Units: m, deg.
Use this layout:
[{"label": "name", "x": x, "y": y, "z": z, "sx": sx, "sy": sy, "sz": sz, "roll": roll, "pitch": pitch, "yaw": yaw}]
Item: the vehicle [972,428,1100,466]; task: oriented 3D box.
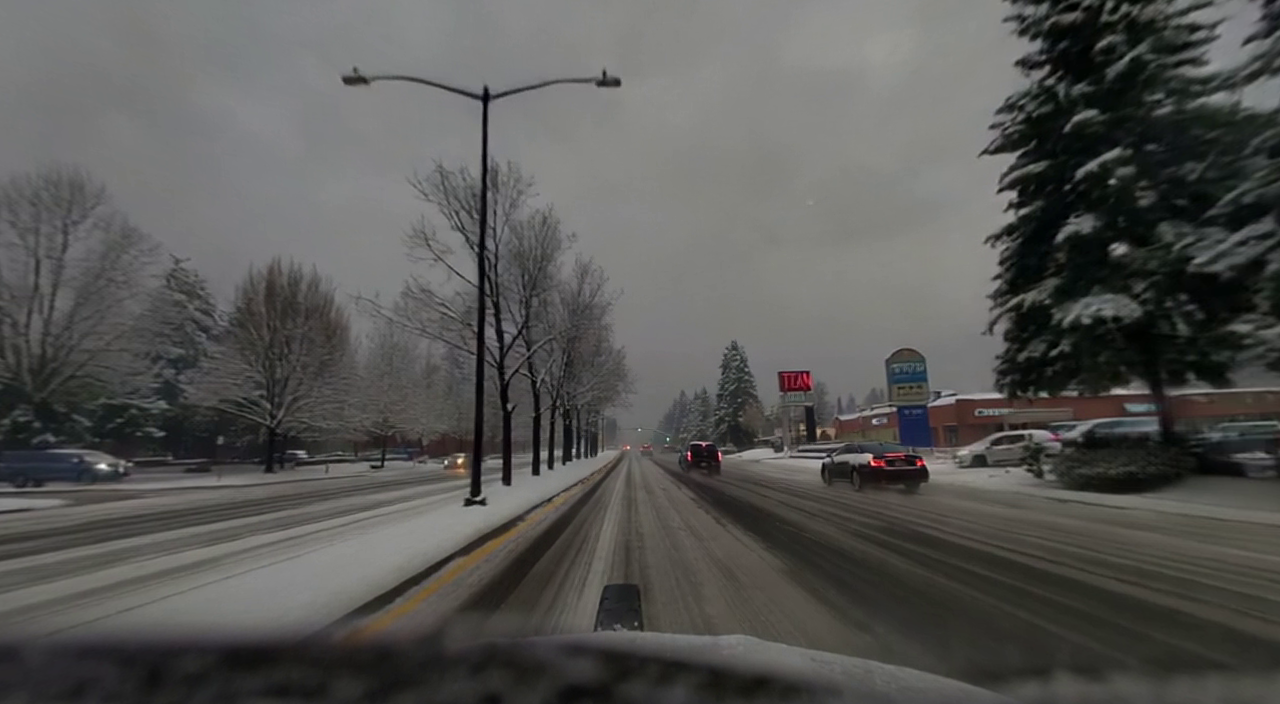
[{"label": "vehicle", "x": 22.823, "y": 5.536, "z": 36.818, "sx": 2.858, "sy": 2.005, "sz": 6.831, "roll": 0, "pitch": -8, "yaw": -2}]

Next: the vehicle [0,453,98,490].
[{"label": "vehicle", "x": -33.691, "y": 6.612, "z": 35.213, "sx": 1.999, "sy": 1.834, "sz": 4.697, "roll": -1, "pitch": -9, "yaw": 9}]

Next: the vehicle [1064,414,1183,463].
[{"label": "vehicle", "x": 28.185, "y": 5.135, "z": 37.067, "sx": 2.438, "sy": 2.602, "sz": 5.677, "roll": 0, "pitch": -9, "yaw": 0}]

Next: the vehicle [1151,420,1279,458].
[{"label": "vehicle", "x": 33.390, "y": 5.137, "z": 36.751, "sx": 2.307, "sy": 2.019, "sz": 5.604, "roll": 0, "pitch": -9, "yaw": -1}]

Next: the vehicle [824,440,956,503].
[{"label": "vehicle", "x": 6.788, "y": 3.268, "z": 17.653, "sx": 1.886, "sy": 1.528, "sz": 4.169, "roll": 0, "pitch": -9, "yaw": -1}]

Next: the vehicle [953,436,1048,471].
[{"label": "vehicle", "x": 18.687, "y": 5.272, "z": 32.759, "sx": 3.719, "sy": 1.537, "sz": 1.807, "roll": -3, "pitch": -9, "yaw": -1}]

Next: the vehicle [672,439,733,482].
[{"label": "vehicle", "x": 2.618, "y": 4.696, "z": 27.455, "sx": 2.161, "sy": 1.676, "sz": 4.151, "roll": 0, "pitch": -9, "yaw": -1}]
